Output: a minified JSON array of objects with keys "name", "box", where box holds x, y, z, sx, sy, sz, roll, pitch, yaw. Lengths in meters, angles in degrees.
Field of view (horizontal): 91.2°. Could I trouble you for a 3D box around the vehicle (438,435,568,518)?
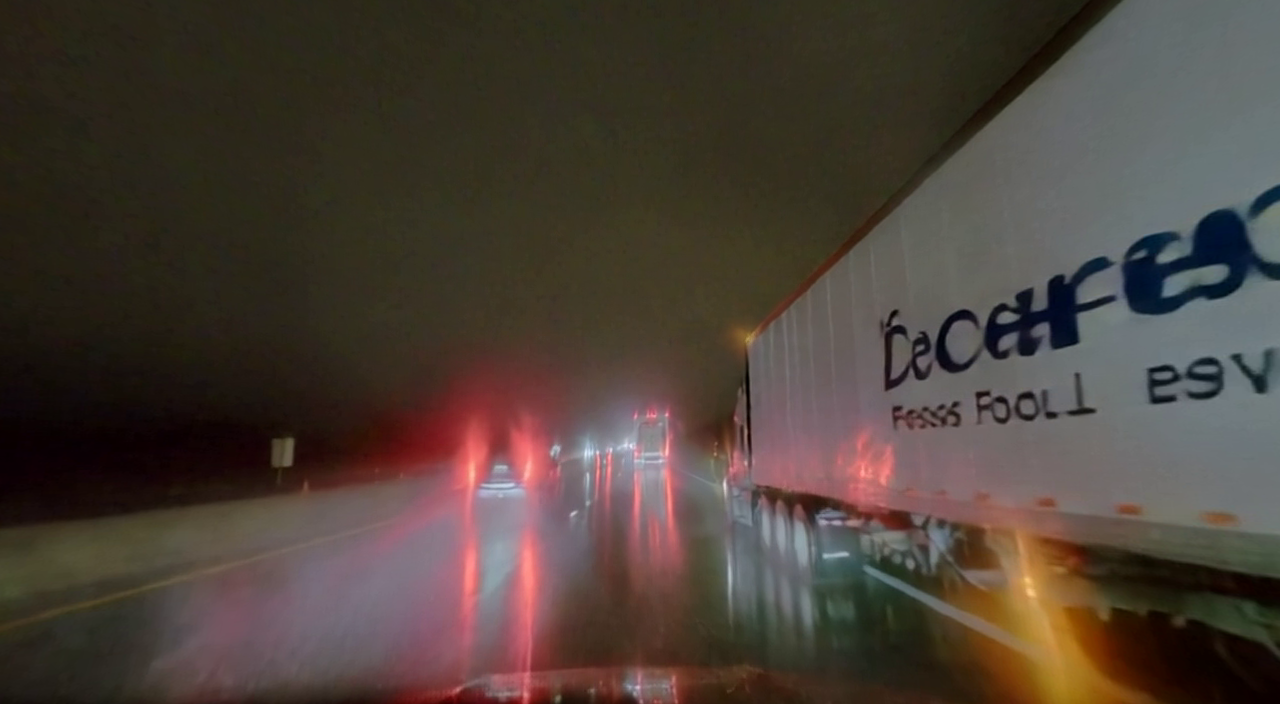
[{"name":"vehicle","box":[-3.099,2.939,15.237,2.160,1.691,4.243,-1,-9,1]}]
